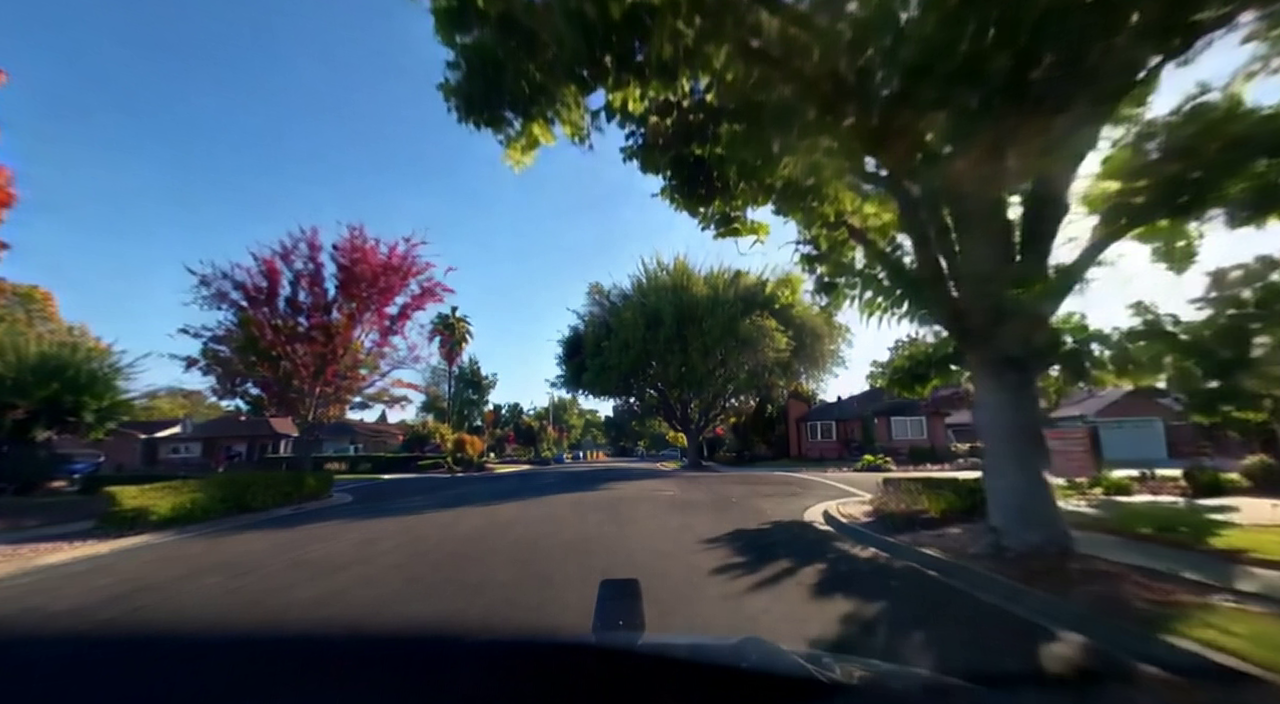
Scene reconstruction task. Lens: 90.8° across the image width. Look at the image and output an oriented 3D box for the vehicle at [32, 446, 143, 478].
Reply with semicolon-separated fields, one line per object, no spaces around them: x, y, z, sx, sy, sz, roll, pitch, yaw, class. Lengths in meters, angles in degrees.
-30.216;6.049;34.677;4.023;1.692;2.024;0;-10;-2;vehicle
